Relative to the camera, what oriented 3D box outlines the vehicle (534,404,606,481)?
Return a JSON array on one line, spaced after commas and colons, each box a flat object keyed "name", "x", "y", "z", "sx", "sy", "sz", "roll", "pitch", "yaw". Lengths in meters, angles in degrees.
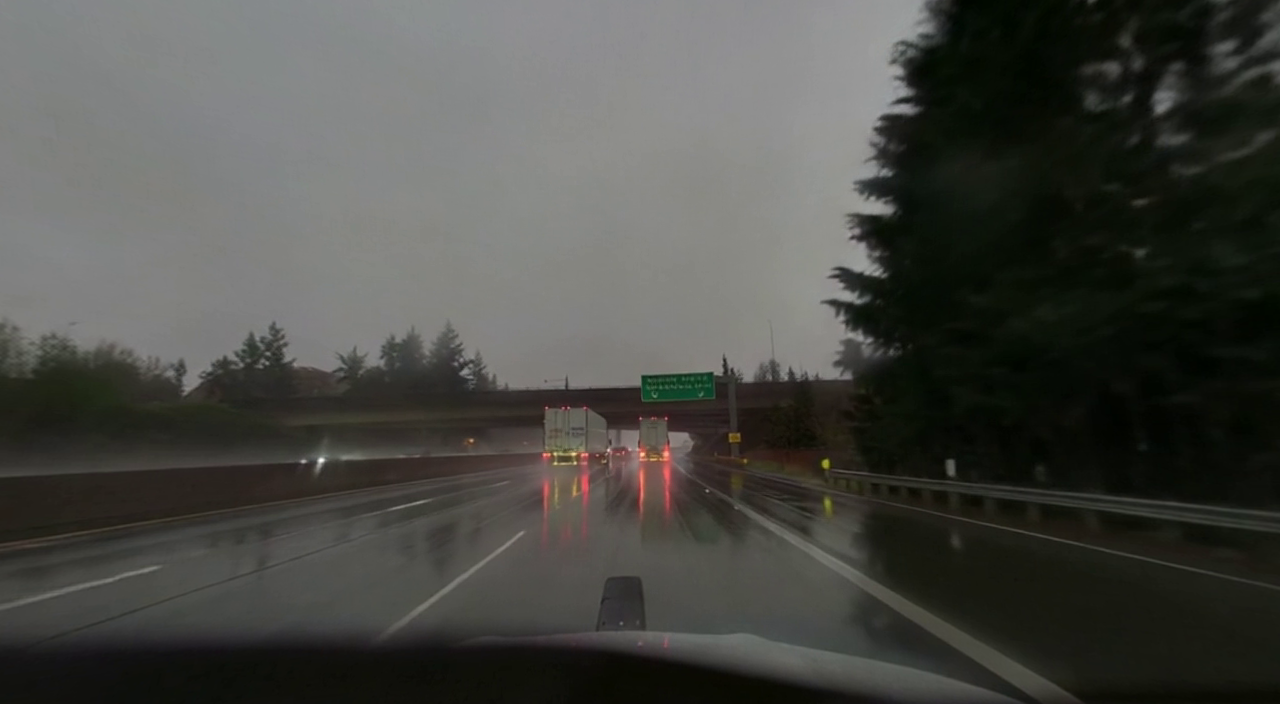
[{"name": "vehicle", "x": -3.182, "y": 4.444, "z": 30.602, "sx": 2.696, "sy": 3.266, "sz": 7.062, "roll": 0, "pitch": -9, "yaw": 0}]
